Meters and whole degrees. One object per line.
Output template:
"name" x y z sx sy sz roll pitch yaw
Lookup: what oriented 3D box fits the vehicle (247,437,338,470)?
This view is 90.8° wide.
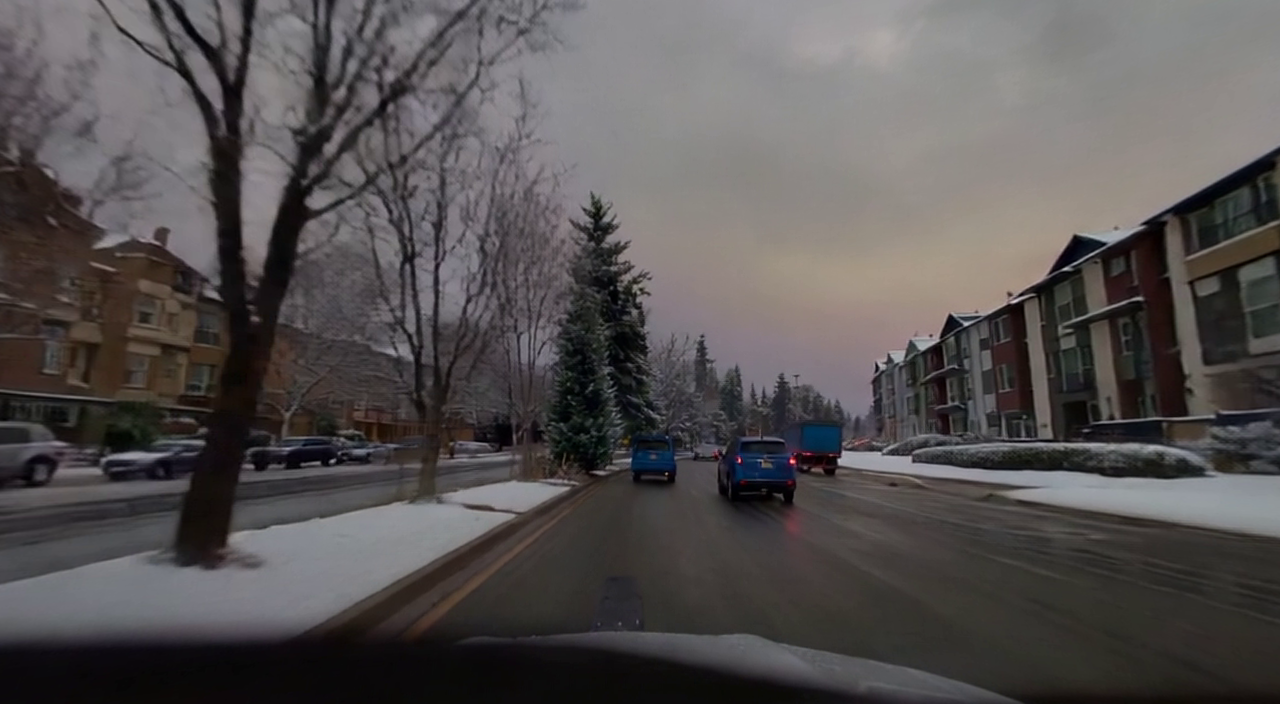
"vehicle" -18.254 5.398 33.474 2.010 1.609 4.549 0 -10 3

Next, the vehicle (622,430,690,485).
"vehicle" 0.649 4.061 24.558 2.345 1.841 5.032 1 -9 2

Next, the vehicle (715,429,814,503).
"vehicle" 3.398 3.206 18.168 2.033 1.823 4.409 1 -9 1

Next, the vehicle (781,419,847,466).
"vehicle" 12.999 6.896 47.793 3.705 3.221 6.779 0 -9 6

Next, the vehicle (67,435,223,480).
"vehicle" -18.742 4.061 24.296 1.961 1.556 4.791 -1 -10 2

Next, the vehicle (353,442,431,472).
"vehicle" -12.981 5.539 33.491 1.884 1.454 4.858 0 -9 4
